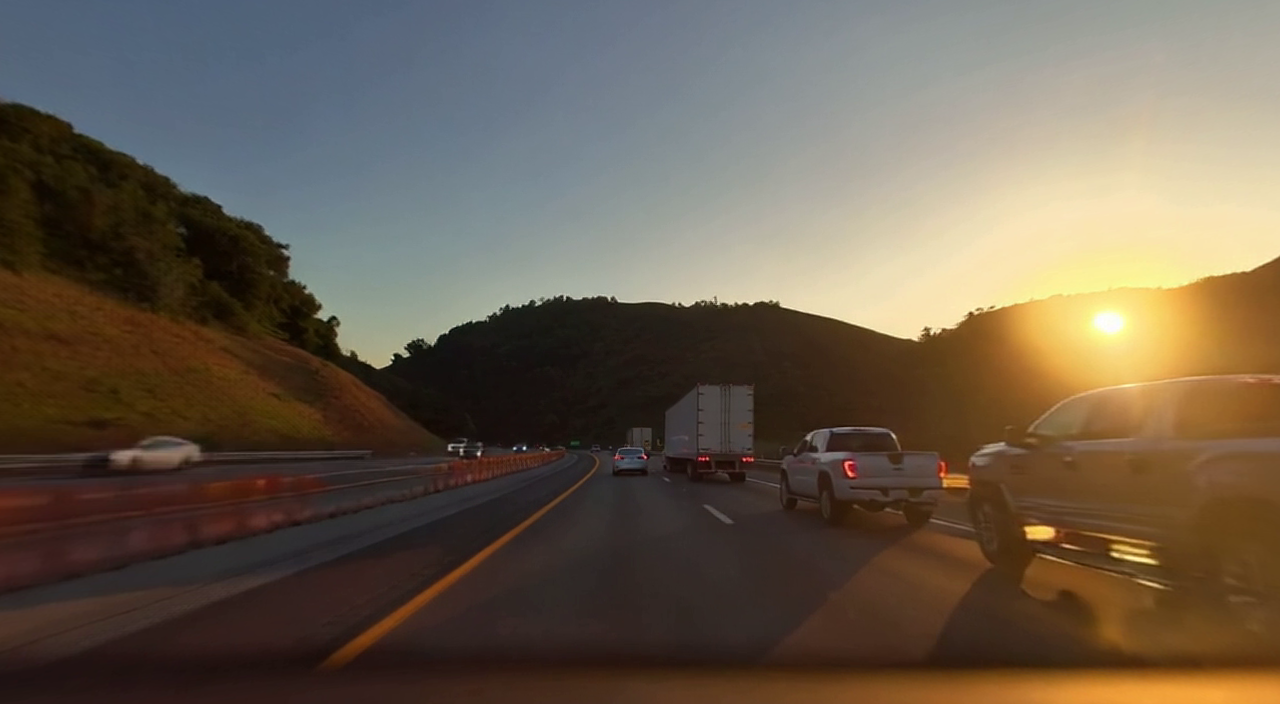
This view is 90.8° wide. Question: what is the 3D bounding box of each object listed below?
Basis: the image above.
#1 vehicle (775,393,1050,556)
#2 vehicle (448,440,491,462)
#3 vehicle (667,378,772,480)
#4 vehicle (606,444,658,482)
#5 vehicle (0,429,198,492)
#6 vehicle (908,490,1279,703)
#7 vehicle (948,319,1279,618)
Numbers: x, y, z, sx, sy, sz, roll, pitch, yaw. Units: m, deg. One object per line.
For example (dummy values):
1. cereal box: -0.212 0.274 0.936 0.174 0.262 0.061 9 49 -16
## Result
1. vehicle: 3.884 1.895 10.365 2.034 1.968 5.221 0 -9 -2
2. vehicle: -12.396 7.217 45.993 2.149 1.455 3.690 0 -9 -1
3. vehicle: 3.504 4.207 32.672 2.911 4.099 14.578 0 -9 -2
4. vehicle: -0.382 4.636 26.541 2.029 1.437 3.794 0 -9 -2
5. vehicle: -14.988 3.033 17.822 1.984 1.558 4.164 0 -9 -1
6. vehicle: 4.072 1.599 4.301 2.129 0.956 5.390 0 -9 0
7. vehicle: 4.094 0.744 4.191 1.873 1.465 4.264 0 -9 -1
